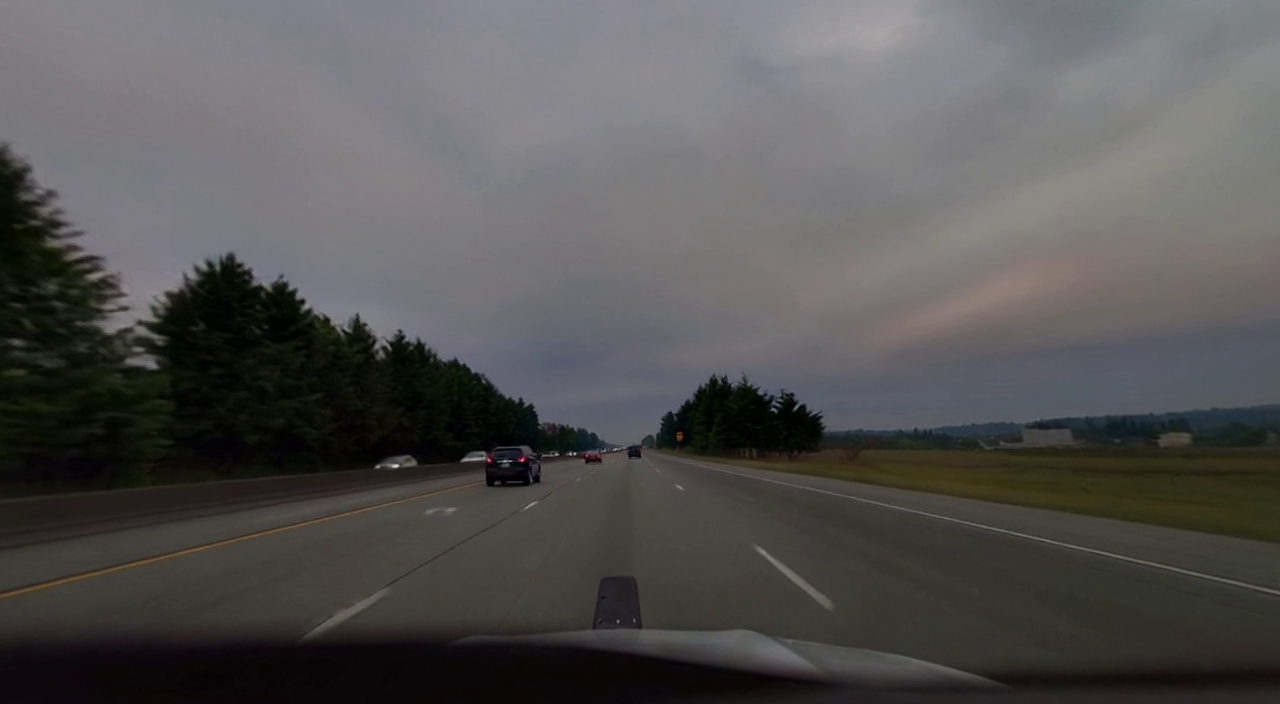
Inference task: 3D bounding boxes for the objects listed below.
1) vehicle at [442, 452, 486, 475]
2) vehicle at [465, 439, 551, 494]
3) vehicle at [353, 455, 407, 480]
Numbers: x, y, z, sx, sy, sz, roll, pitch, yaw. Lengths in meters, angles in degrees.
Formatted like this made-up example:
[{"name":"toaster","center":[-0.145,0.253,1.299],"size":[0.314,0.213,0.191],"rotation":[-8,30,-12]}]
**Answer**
[{"name":"vehicle","center":[-12.929,8.222,46.331],"size":[1.974,1.526,4.335],"rotation":[-1,-9,0]},{"name":"vehicle","center":[-4.475,3.934,21.969],"size":[2.151,1.693,4.201],"rotation":[0,-9,0]},{"name":"vehicle","center":[-17.194,7.637,41.679],"size":[1.838,1.462,4.079],"rotation":[-1,-9,0]}]
